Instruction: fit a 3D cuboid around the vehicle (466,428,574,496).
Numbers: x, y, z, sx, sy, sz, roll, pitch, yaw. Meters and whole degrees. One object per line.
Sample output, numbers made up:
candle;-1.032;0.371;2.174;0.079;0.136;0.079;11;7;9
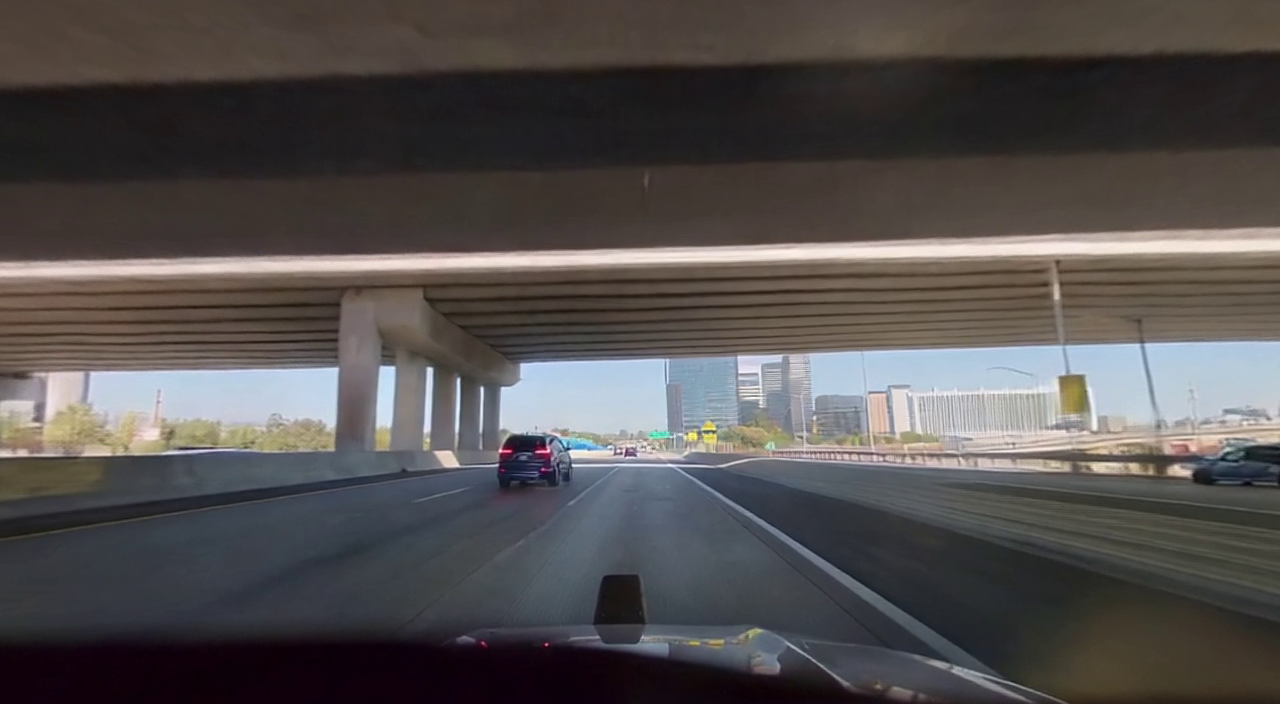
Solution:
vehicle;-3.338;3.212;18.641;2.203;1.734;4.600;0;-9;1
